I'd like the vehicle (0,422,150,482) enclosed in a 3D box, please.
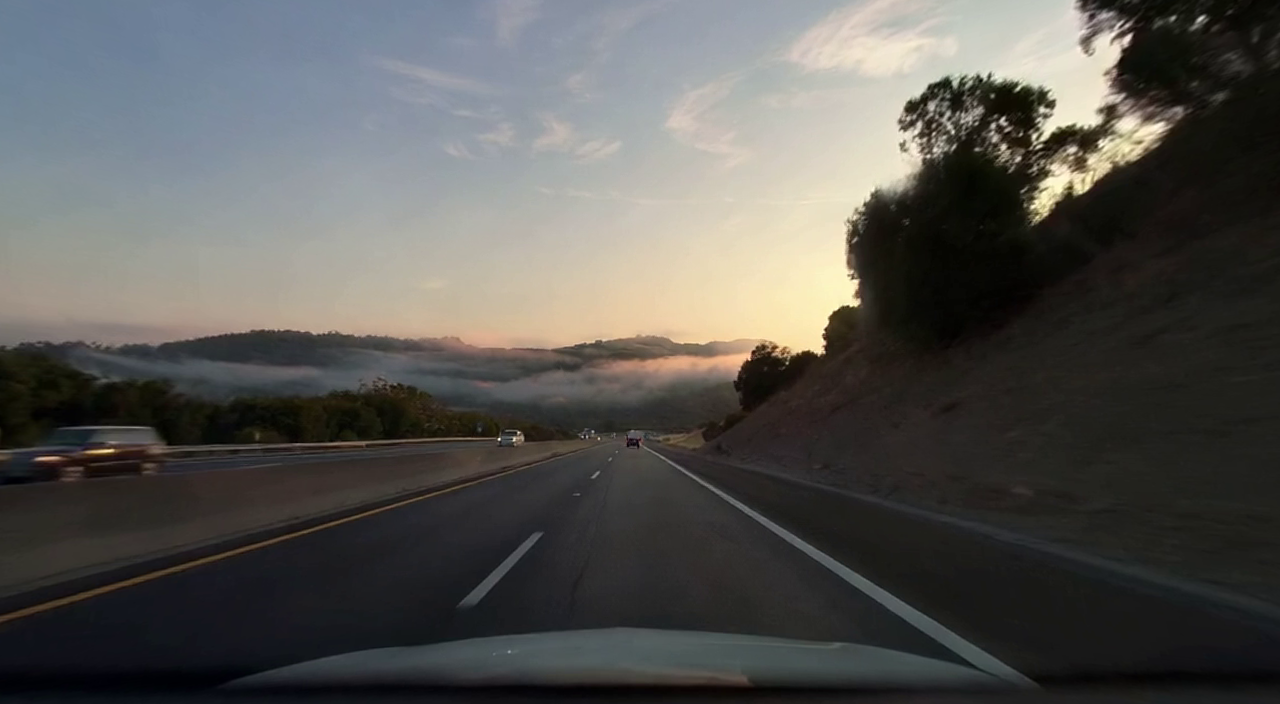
[{"bbox_3d":[-17.985,3.087,19.561,1.895,1.631,4.521,0,-8,-1],"label":"vehicle"}]
